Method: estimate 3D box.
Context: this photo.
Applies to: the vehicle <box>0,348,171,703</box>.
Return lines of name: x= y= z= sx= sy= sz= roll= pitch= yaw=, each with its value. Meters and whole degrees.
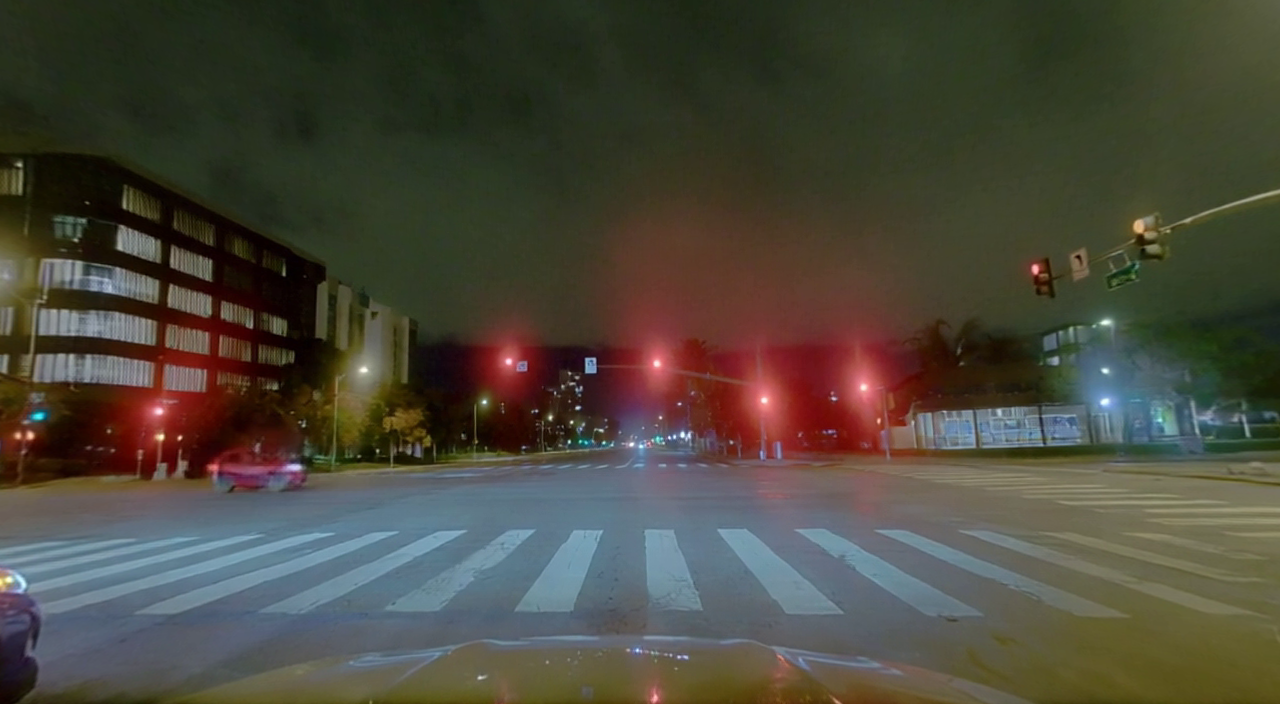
vehicle: x=-3.626 y=0.622 z=1.065 sx=2.109 sy=1.692 sz=4.587 roll=0 pitch=-8 yaw=0
